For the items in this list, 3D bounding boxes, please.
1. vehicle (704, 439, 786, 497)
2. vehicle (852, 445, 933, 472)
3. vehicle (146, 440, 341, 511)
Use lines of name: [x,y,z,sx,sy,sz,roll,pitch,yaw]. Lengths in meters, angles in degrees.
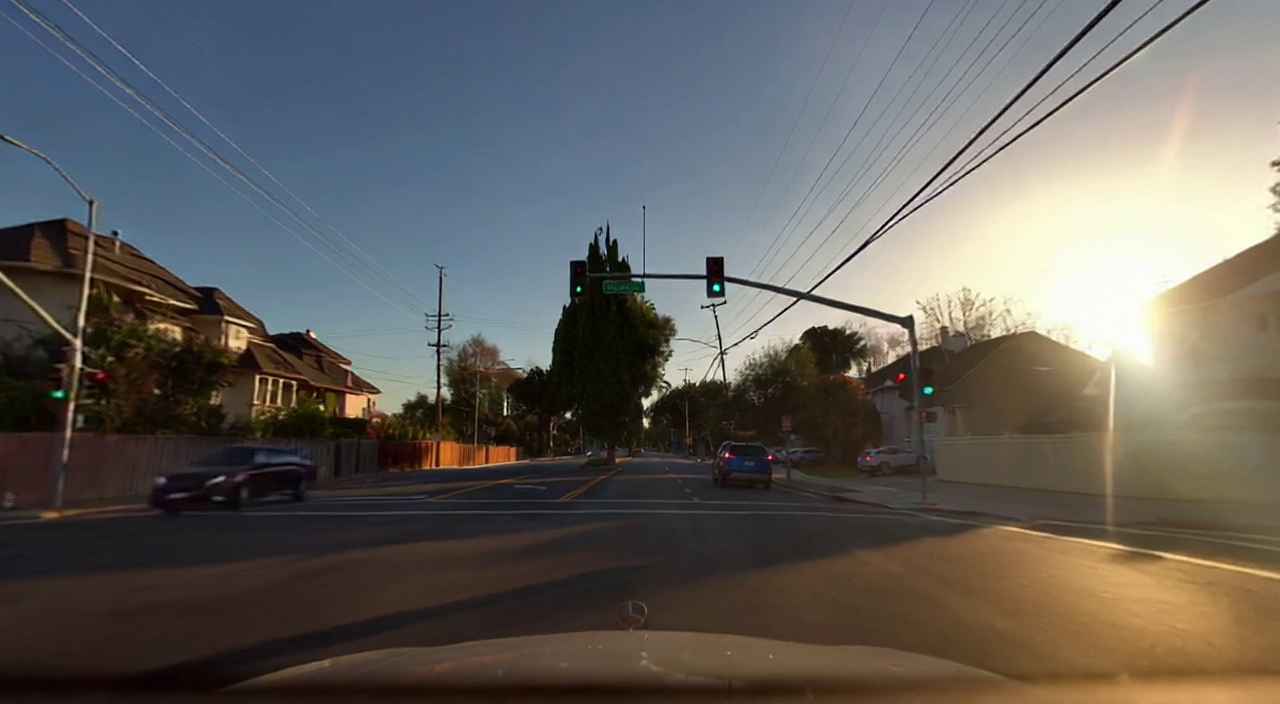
vehicle: [3.664,4.146,22.993,2.144,1.843,4.827,0,-9,0]
vehicle: [15.516,6.525,38.856,4.135,1.558,1.929,0,-8,3]
vehicle: [-10.312,3.226,16.960,2.241,1.620,4.511,-1,-9,1]
